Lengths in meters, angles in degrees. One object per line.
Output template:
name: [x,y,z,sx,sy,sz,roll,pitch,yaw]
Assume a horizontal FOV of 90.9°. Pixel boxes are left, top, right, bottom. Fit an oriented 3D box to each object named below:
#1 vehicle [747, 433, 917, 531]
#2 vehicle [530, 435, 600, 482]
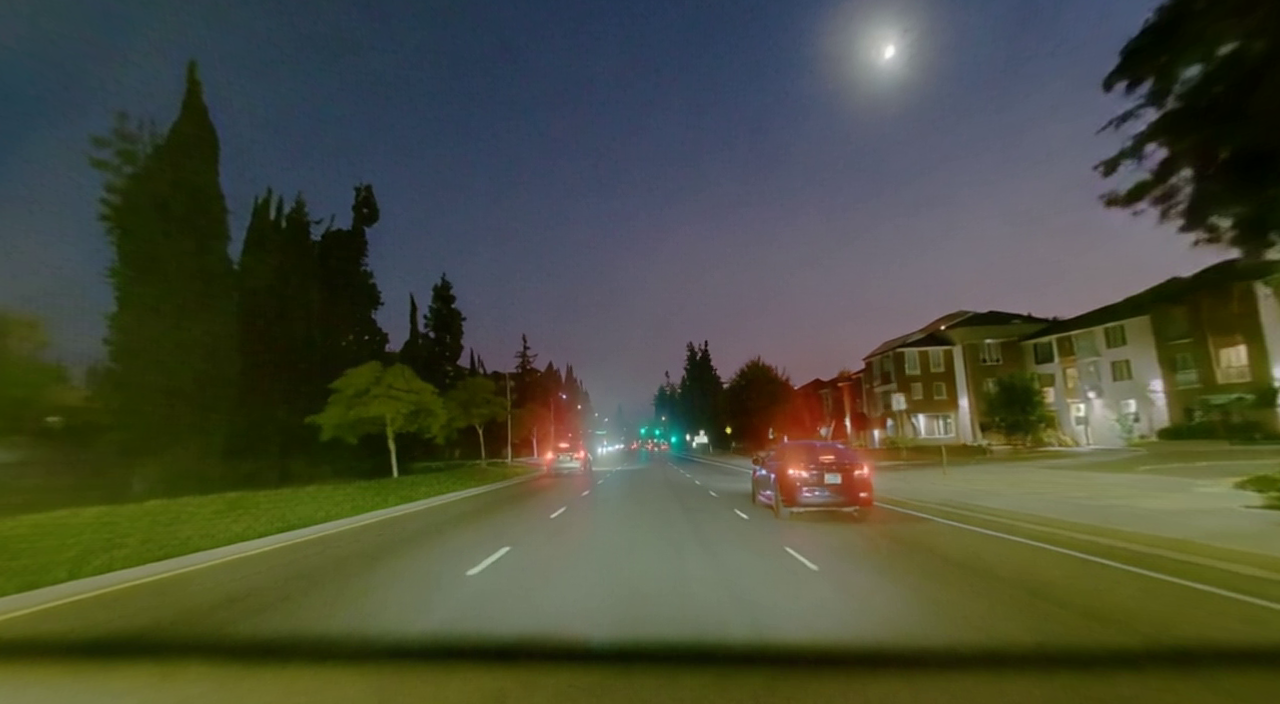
vehicle: [3.422,2.391,12.222,1.945,1.530,4.320,0,-9,0]
vehicle: [-3.112,4.573,27.275,2.216,1.828,4.886,-1,-9,3]
